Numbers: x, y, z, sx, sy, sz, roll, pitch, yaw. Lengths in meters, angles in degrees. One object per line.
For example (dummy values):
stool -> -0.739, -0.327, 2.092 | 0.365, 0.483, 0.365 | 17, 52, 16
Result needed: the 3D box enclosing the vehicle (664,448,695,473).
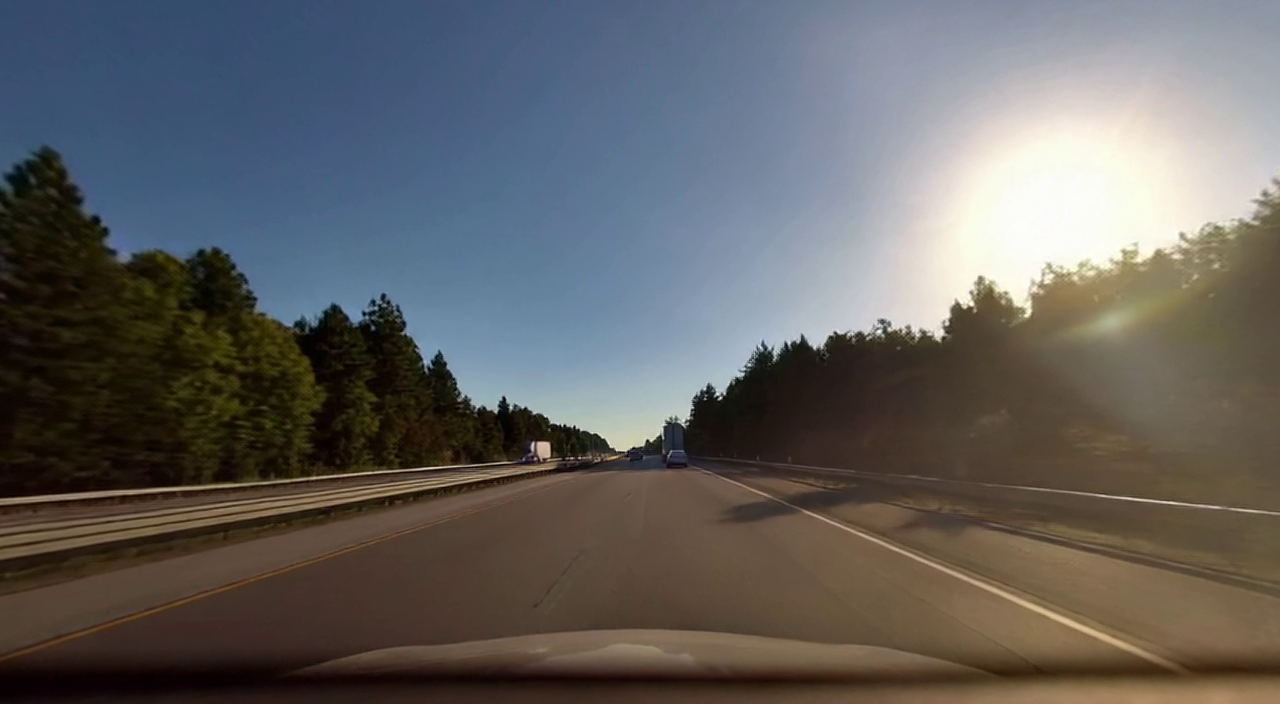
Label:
vehicle -> 2.758, 7.704, 44.917 | 2.096, 1.653, 4.185 | 0, -9, 2
